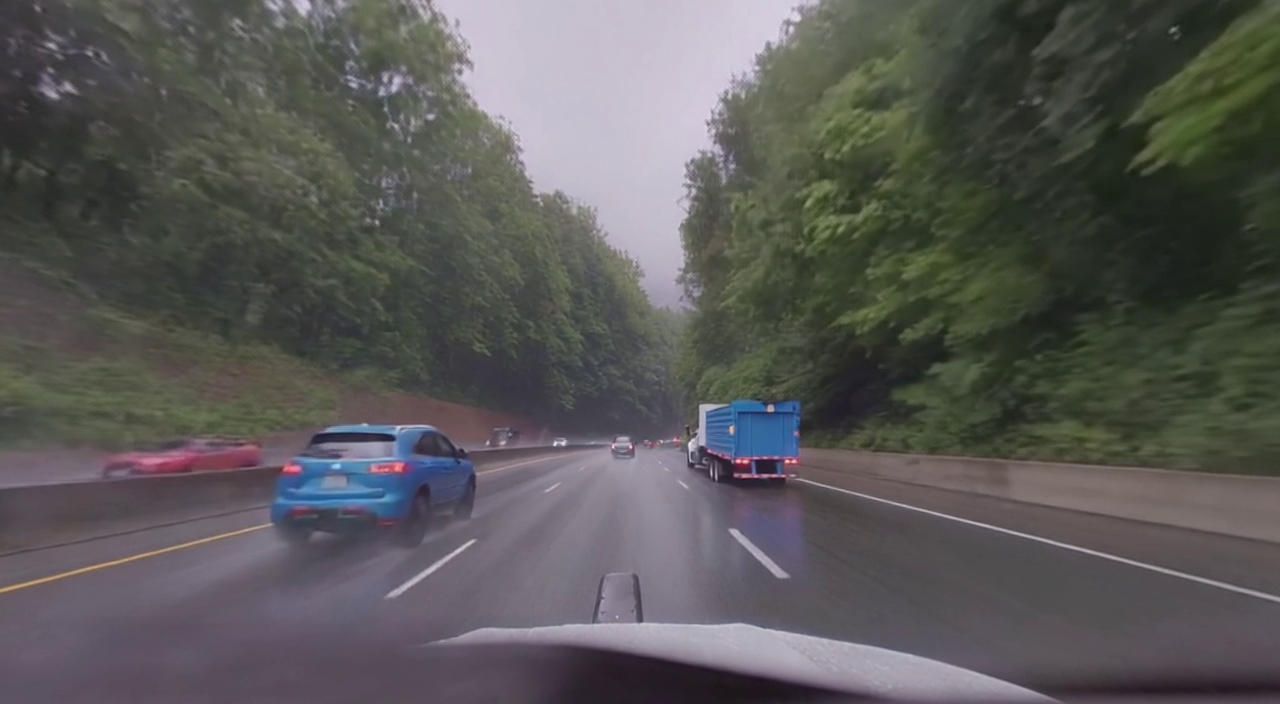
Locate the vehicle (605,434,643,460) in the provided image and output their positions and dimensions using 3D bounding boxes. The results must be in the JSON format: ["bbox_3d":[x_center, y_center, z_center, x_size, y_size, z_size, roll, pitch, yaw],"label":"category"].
[{"bbox_3d":[-0.933,5.945,39.485,2.195,1.529,4.572,0,-8,1],"label":"vehicle"}]

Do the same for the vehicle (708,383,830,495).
[{"bbox_3d":[3.203,2.286,16.638,2.256,2.568,4.049,0,-8,-1],"label":"vehicle"}]

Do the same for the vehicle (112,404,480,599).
[{"bbox_3d":[-3.373,1.520,7.347,2.008,1.588,4.147,0,-8,-1],"label":"vehicle"}]
